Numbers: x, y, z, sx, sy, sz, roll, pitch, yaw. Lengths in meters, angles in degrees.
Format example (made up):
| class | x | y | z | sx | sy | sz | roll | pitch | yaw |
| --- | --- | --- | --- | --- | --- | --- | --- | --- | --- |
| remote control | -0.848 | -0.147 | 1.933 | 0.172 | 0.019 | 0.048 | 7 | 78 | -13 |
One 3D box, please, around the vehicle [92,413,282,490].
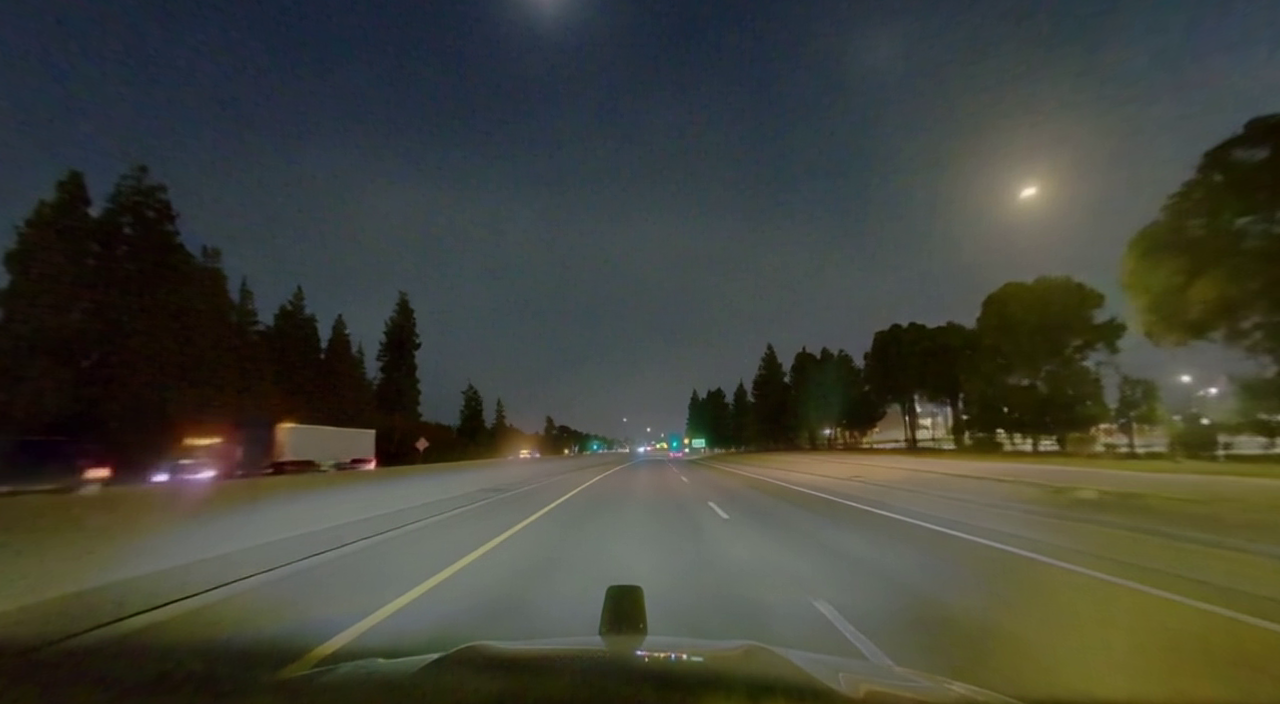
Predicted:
| class | x | y | z | sx | sy | sz | roll | pitch | yaw |
| --- | --- | --- | --- | --- | --- | --- | --- | --- | --- |
| vehicle | -22.587 | 5.067 | 32.379 | 3.178 | 3.344 | 8.688 | 0 | -9 | 0 |
